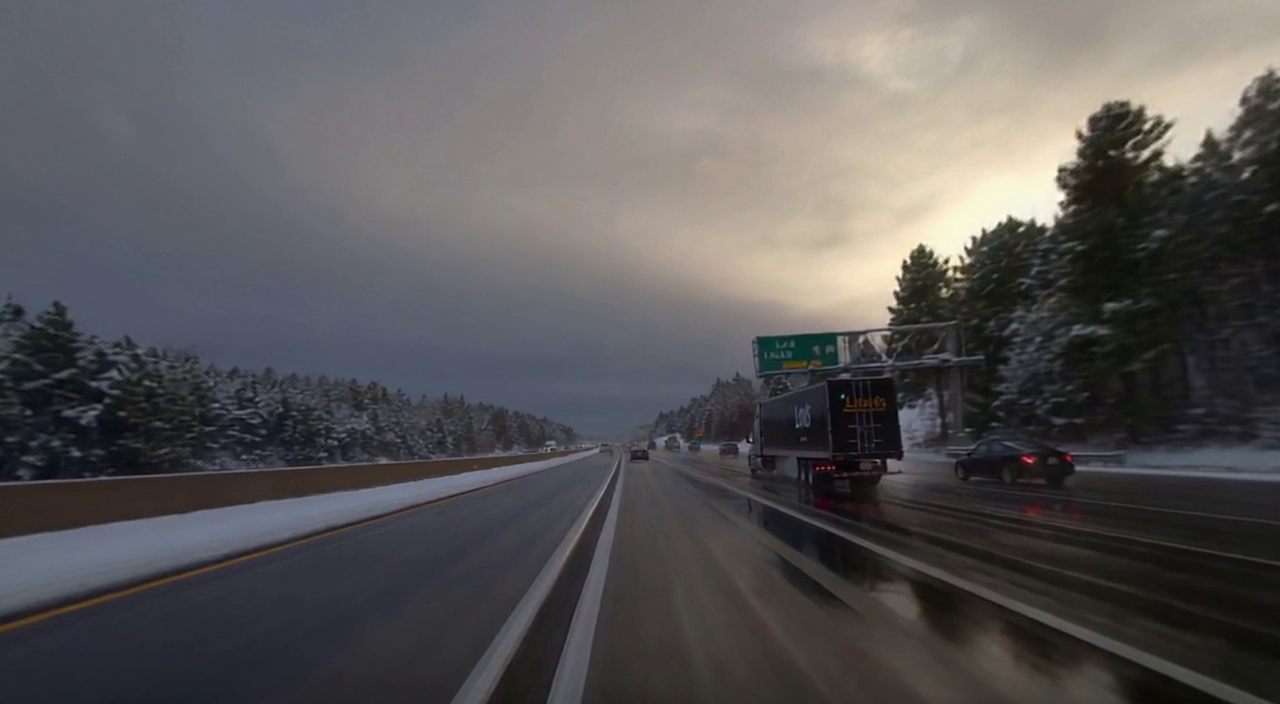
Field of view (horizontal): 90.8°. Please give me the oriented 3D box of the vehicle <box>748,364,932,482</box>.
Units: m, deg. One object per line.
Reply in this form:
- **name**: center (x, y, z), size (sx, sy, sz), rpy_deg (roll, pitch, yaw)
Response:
- **vehicle**: center (8.372, 3.691, 30.303), size (2.892, 4.128, 16.495), rpy_deg (0, -9, -2)

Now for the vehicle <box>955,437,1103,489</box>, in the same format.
- **vehicle**: center (12.373, 3.537, 20.503), size (1.862, 1.462, 4.459), rpy_deg (0, -9, -2)
